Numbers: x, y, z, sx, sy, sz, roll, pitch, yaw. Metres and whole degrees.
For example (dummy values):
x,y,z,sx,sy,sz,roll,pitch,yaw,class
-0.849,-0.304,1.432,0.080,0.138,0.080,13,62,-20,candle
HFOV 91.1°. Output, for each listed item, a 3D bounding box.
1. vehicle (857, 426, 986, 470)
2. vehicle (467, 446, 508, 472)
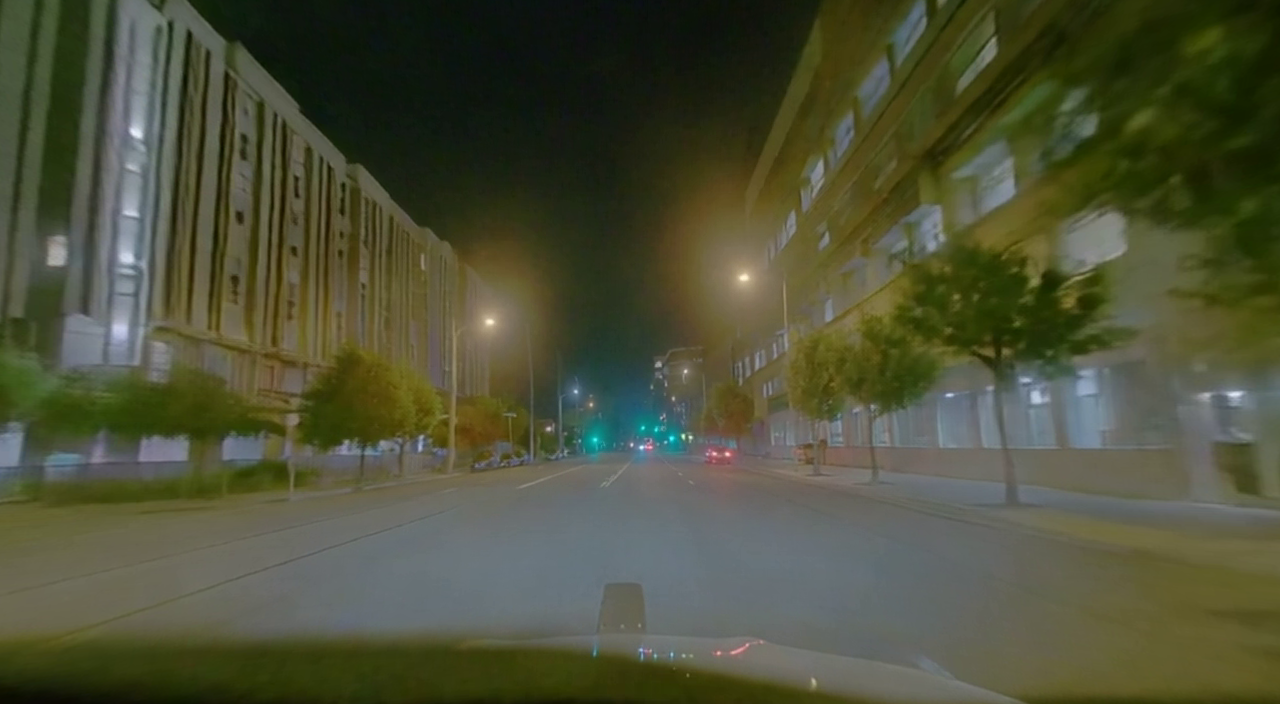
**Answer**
x,y,z,sx,sy,sz,roll,pitch,yaw,class
13.120,4.514,29.552,5.015,1.934,2.150,-1,-8,3,vehicle
-11.701,8.184,48.478,1.979,1.759,4.435,-4,-8,1,vehicle
